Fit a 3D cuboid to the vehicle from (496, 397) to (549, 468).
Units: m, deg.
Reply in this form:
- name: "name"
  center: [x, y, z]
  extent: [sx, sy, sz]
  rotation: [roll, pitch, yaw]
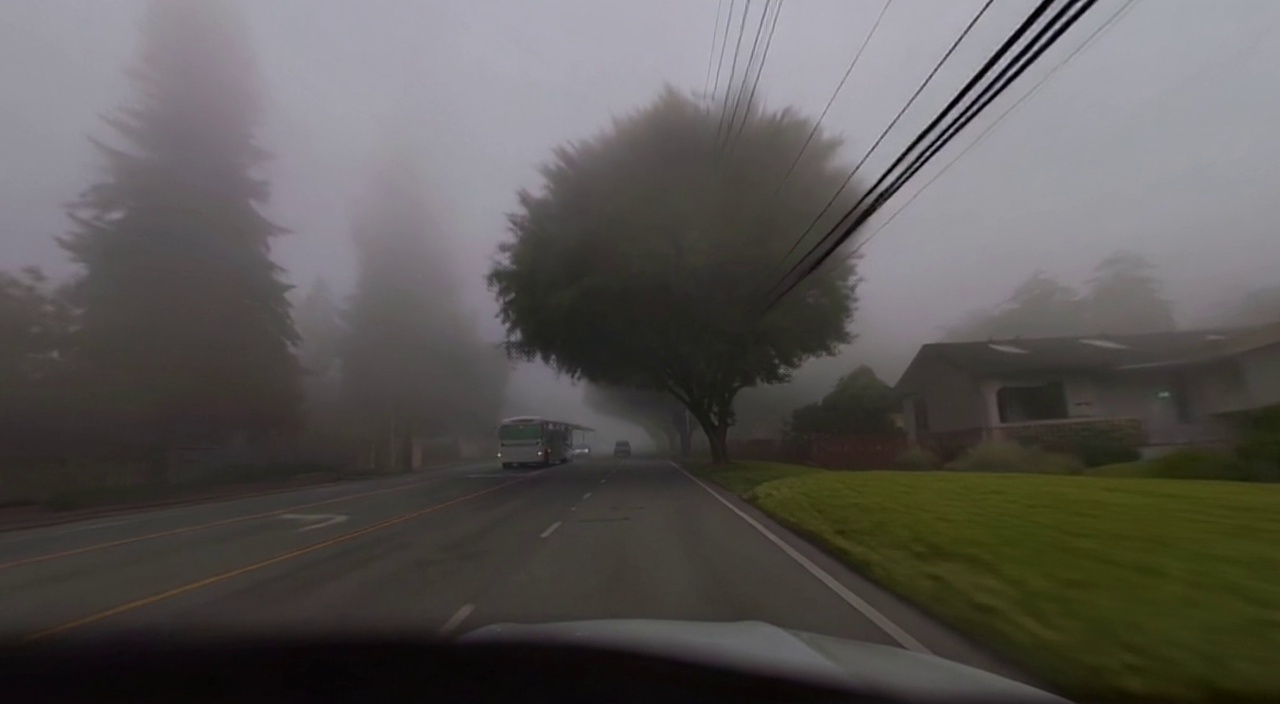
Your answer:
- name: "vehicle"
  center: [-6.603, 4.580, 35.794]
  extent: [2.365, 3.642, 3.374]
  rotation: [-4, -8, -4]
